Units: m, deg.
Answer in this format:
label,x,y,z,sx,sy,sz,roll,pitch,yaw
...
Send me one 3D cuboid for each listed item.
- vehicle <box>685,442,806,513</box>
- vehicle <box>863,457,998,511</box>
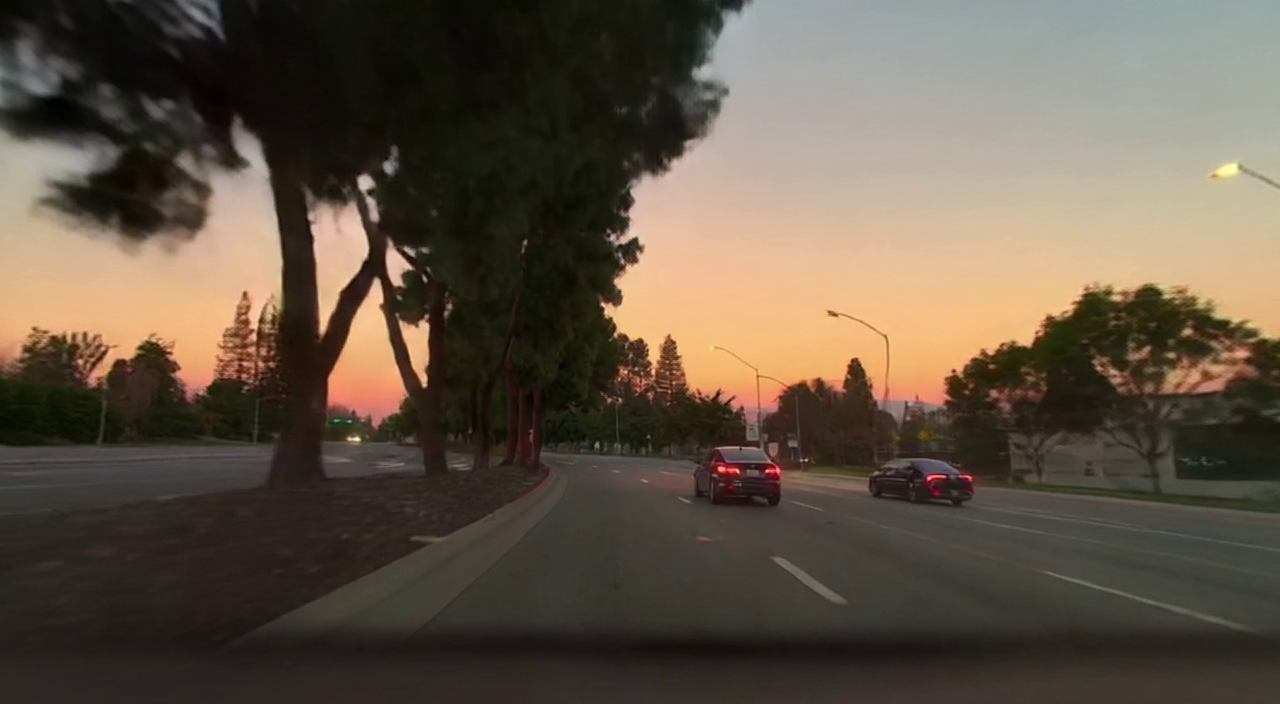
label,x,y,z,sx,sy,sz,roll,pitch,yaw
vehicle,2.654,3.290,17.202,2.122,1.646,4.525,1,-9,-5
vehicle,9.347,4.251,20.877,1.940,1.460,4.652,1,-8,-5
